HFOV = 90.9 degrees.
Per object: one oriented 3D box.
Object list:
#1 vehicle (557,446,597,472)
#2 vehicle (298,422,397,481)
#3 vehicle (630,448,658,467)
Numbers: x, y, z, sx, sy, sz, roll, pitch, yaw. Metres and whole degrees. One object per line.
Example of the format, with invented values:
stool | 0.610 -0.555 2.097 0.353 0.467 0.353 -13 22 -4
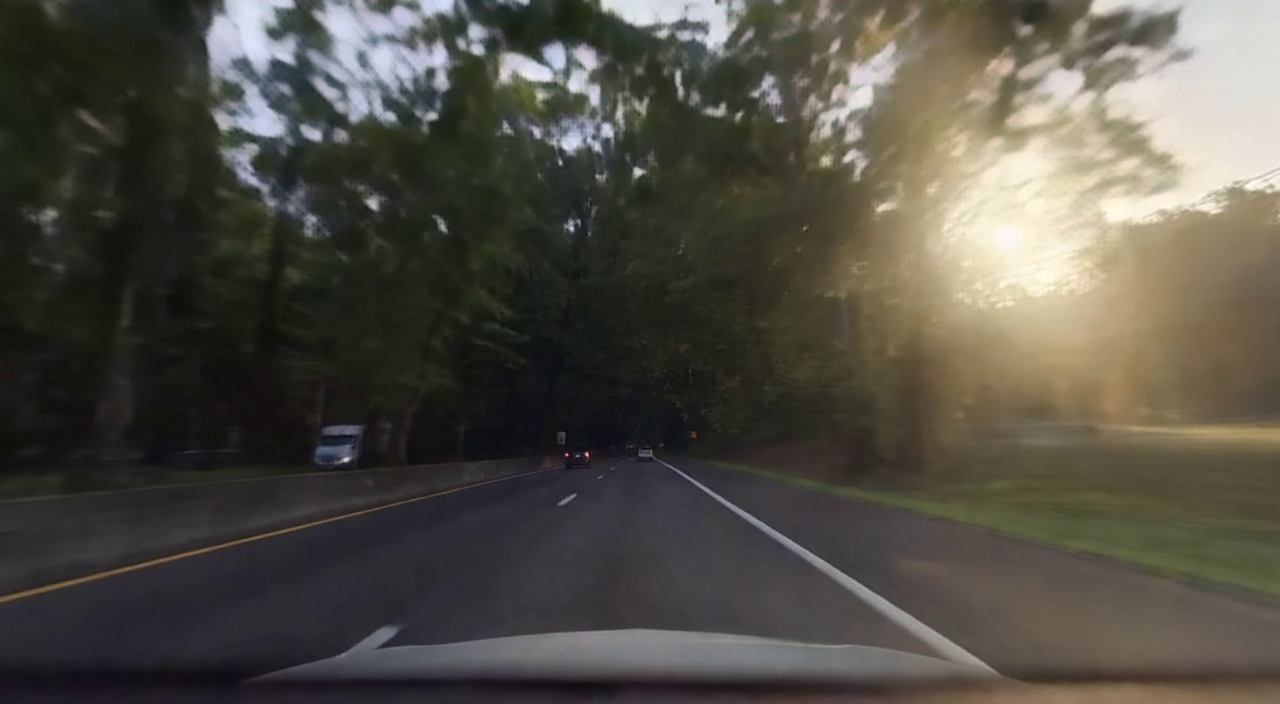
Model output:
vehicle | -3.875 6.678 39.510 2.112 1.498 4.117 0 -9 -1
vehicle | -19.361 6.671 42.375 2.913 3.570 7.466 0 -9 1
vehicle | 0.272 7.968 47.657 1.989 1.402 3.831 0 -9 0
